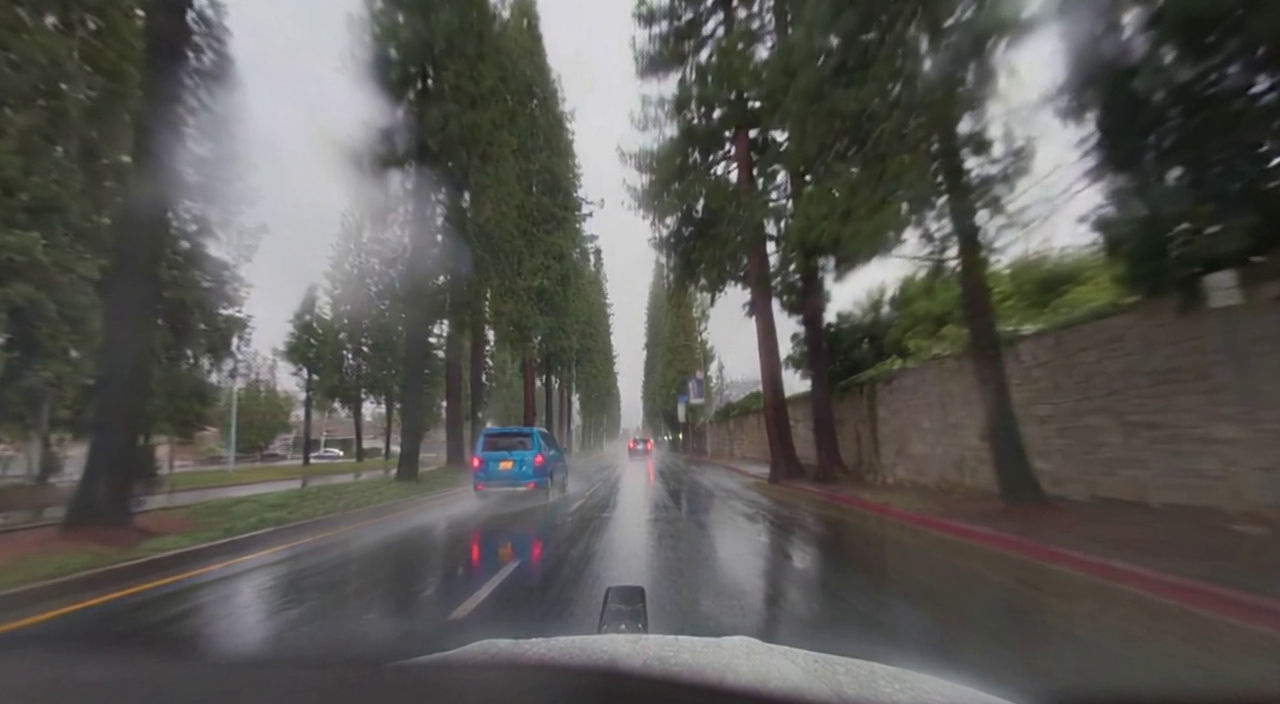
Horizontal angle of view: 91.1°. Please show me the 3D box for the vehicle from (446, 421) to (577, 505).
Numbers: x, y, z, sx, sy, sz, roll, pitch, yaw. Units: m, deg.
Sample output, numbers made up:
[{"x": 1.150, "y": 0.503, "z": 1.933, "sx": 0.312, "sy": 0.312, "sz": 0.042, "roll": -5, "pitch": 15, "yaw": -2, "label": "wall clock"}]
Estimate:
[{"x": -3.078, "y": 2.802, "z": 16.292, "sx": 2.281, "sy": 1.837, "sz": 4.845, "roll": 0, "pitch": -8, "yaw": 1, "label": "vehicle"}]
